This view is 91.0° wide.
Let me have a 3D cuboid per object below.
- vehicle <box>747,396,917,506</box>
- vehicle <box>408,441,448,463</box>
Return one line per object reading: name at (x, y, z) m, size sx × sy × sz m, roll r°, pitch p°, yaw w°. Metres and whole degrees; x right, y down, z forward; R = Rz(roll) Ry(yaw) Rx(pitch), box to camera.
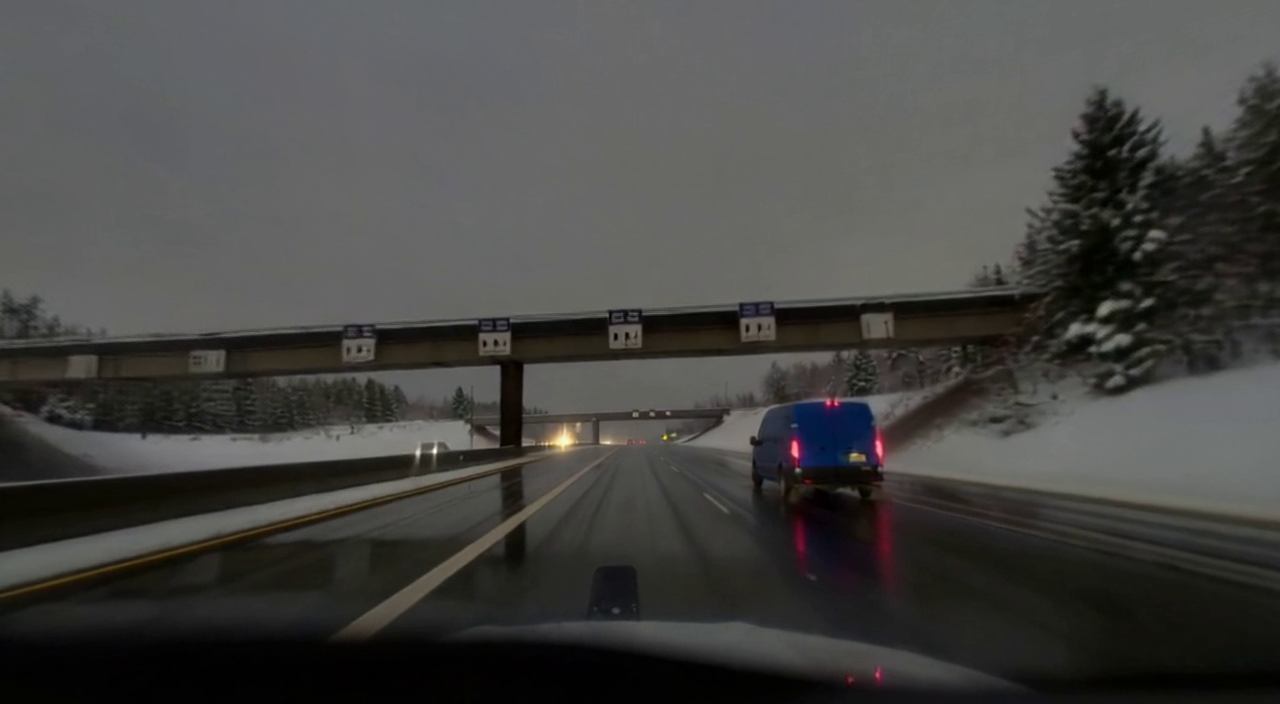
vehicle at (3.939, 2.138, 13.955) m, size 2.161 × 2.002 × 4.631 m, roll 0°, pitch -8°, yaw -2°
vehicle at (-15.588, 7.371, 46.450) m, size 1.798 × 1.531 × 3.578 m, roll 0°, pitch -8°, yaw -1°
